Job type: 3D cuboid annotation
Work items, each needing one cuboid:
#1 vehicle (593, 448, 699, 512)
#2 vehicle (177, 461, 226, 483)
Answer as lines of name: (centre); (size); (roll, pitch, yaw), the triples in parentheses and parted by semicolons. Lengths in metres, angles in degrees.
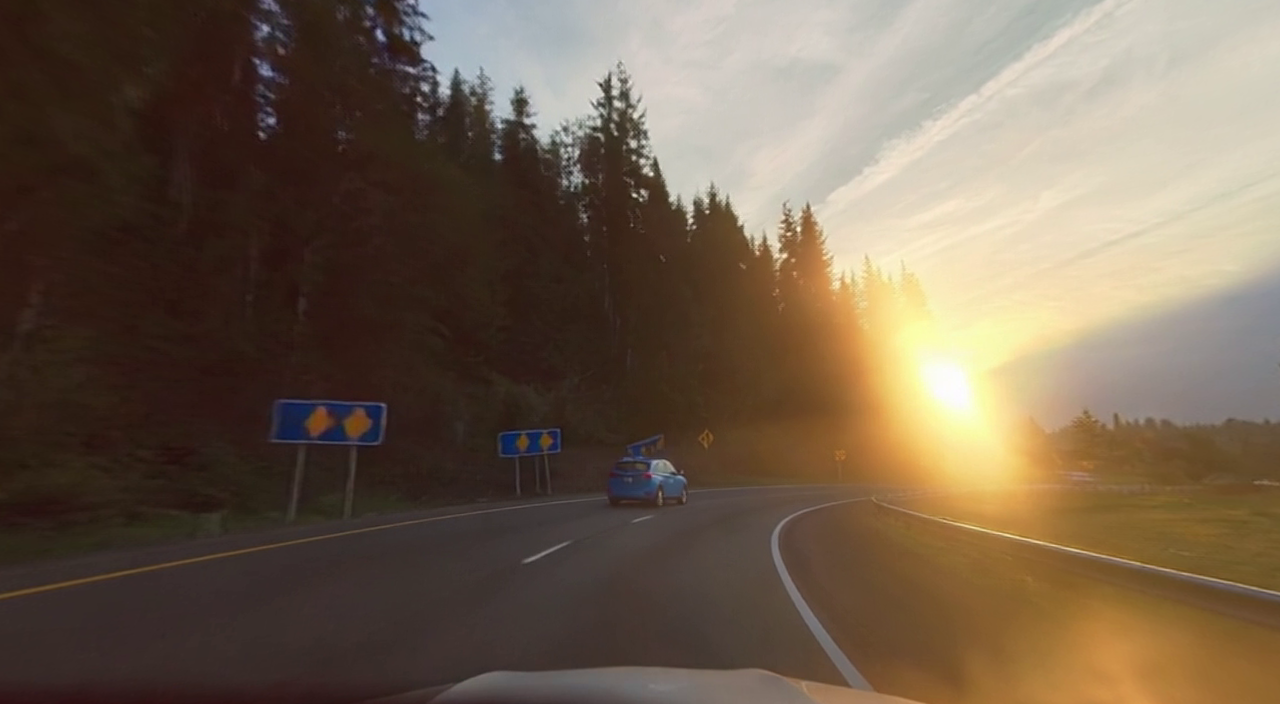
vehicle: (0.347, 3.885, 19.378); (1.997, 1.692, 4.422); (-3, -11, 18)
vehicle: (-31.017, 8.516, 44.699); (1.758, 1.470, 3.823); (4, -11, -19)
